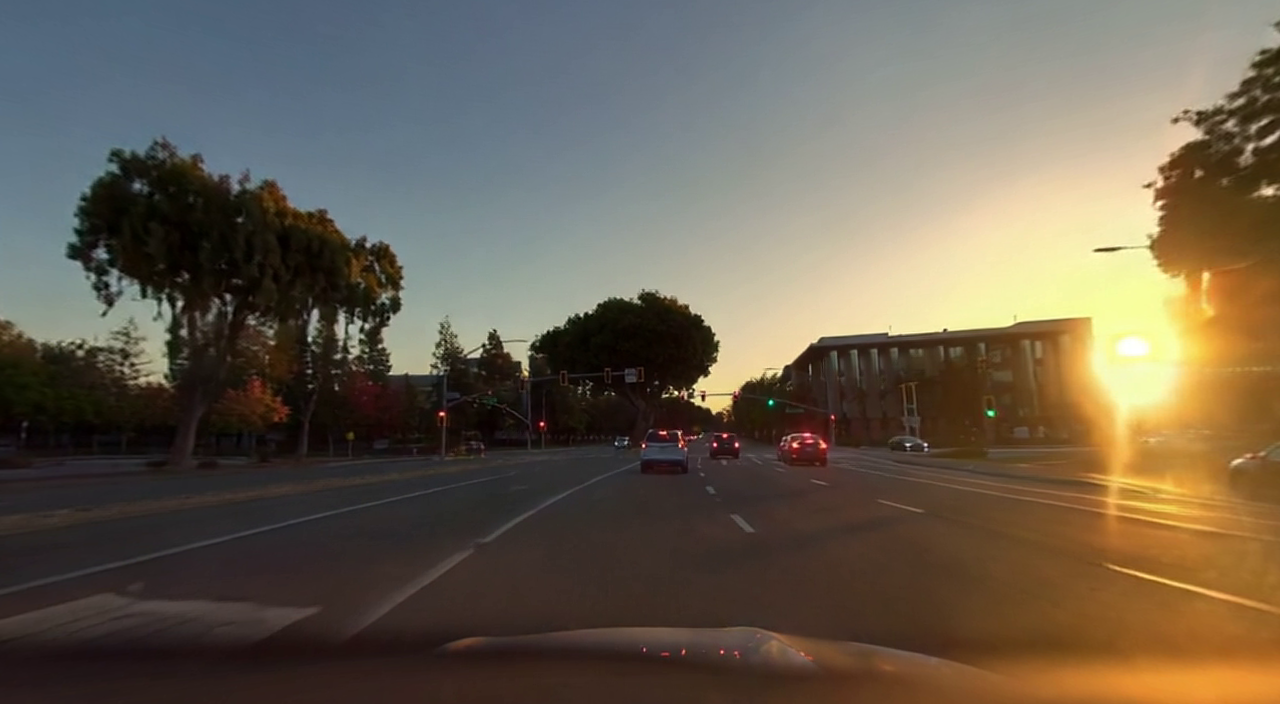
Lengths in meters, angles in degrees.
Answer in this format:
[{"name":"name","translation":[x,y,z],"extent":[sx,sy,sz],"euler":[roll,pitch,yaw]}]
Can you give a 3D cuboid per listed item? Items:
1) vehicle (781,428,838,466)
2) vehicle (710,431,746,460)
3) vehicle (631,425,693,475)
[{"name":"vehicle","translation":[8.731,4.974,32.948],"extent":[2.074,1.791,4.393],"euler":[-1,-9,5]},{"name":"vehicle","translation":[5.809,6.192,41.590],"extent":[2.188,1.774,4.646],"euler":[-1,-9,8]},{"name":"vehicle","translation":[0.925,3.883,24.988],"extent":[2.211,1.795,4.179],"euler":[-1,-9,4]}]
